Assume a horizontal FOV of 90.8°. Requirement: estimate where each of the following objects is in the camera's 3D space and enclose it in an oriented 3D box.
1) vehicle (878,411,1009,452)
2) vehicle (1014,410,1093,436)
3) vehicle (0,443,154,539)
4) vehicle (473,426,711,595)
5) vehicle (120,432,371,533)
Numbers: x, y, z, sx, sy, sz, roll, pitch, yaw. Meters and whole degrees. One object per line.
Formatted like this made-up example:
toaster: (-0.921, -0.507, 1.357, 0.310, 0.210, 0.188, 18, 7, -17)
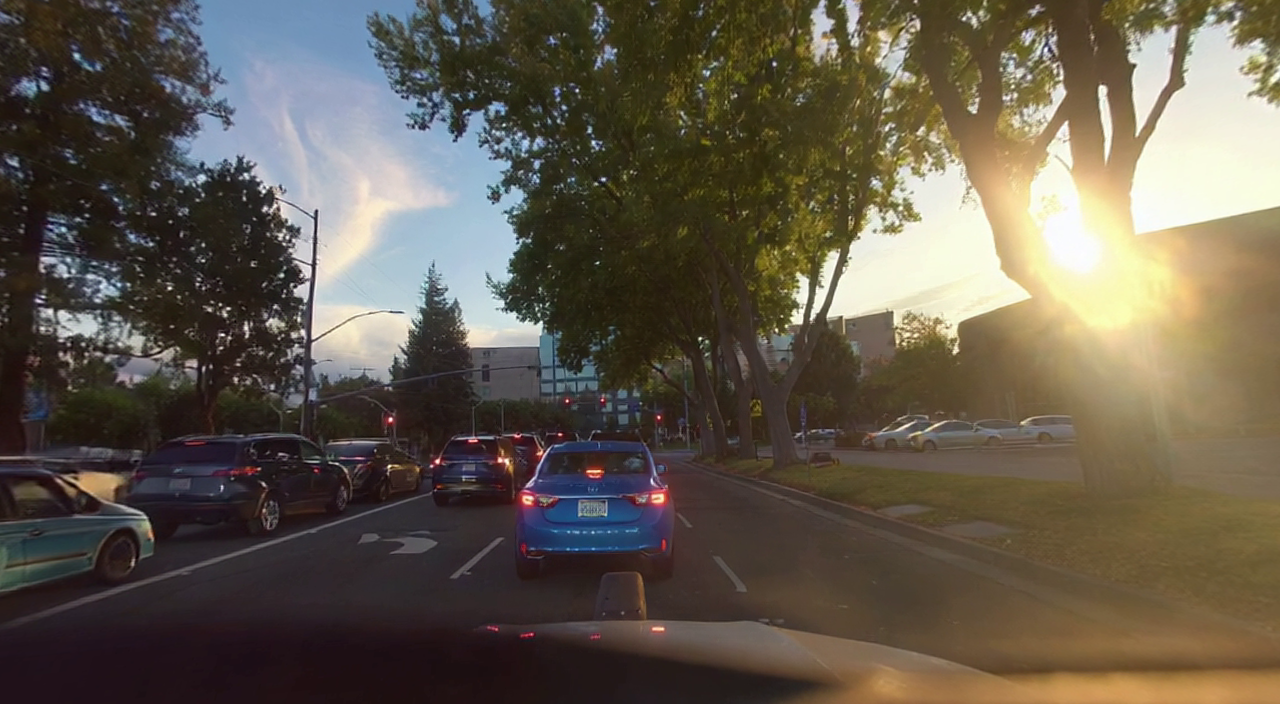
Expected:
vehicle: (13.930, 3.703, 29.229, 4.975, 1.809, 1.956, 0, -9, 1)
vehicle: (30.273, 5.261, 46.436, 4.627, 1.671, 1.929, -5, -10, 28)
vehicle: (-10.817, 2.246, 10.435, 2.039, 1.447, 4.496, 0, -9, -1)
vehicle: (-0.416, 1.710, 7.634, 2.104, 1.472, 3.946, 0, -9, 0)
vehicle: (-7.274, 2.432, 12.350, 2.096, 1.593, 4.288, 0, -9, 1)
